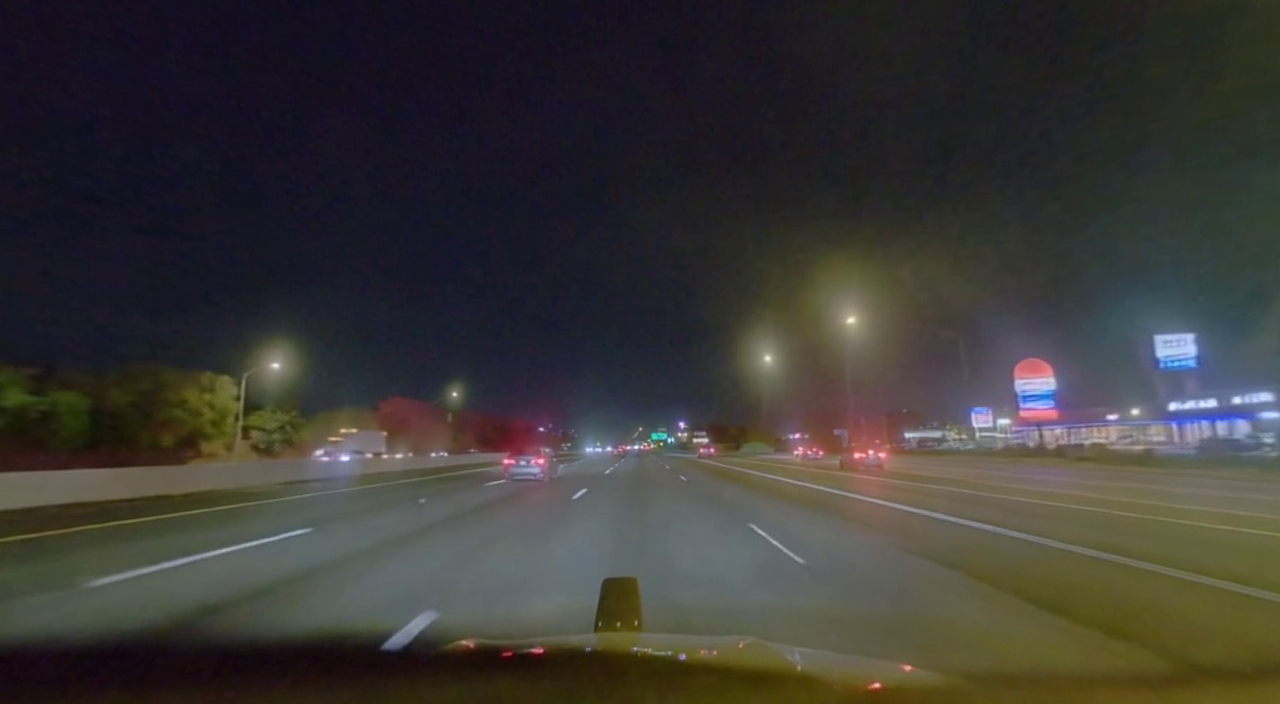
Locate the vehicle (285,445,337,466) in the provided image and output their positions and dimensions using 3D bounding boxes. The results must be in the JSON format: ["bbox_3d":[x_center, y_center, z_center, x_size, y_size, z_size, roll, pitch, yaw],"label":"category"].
[{"bbox_3d":[-22.969,7.232,44.192,1.696,1.391,3.458,0,-8,0],"label":"vehicle"}]

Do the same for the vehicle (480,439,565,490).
[{"bbox_3d":[-3.767,3.688,21.019,1.939,1.508,4.272,0,-8,1],"label":"vehicle"}]
